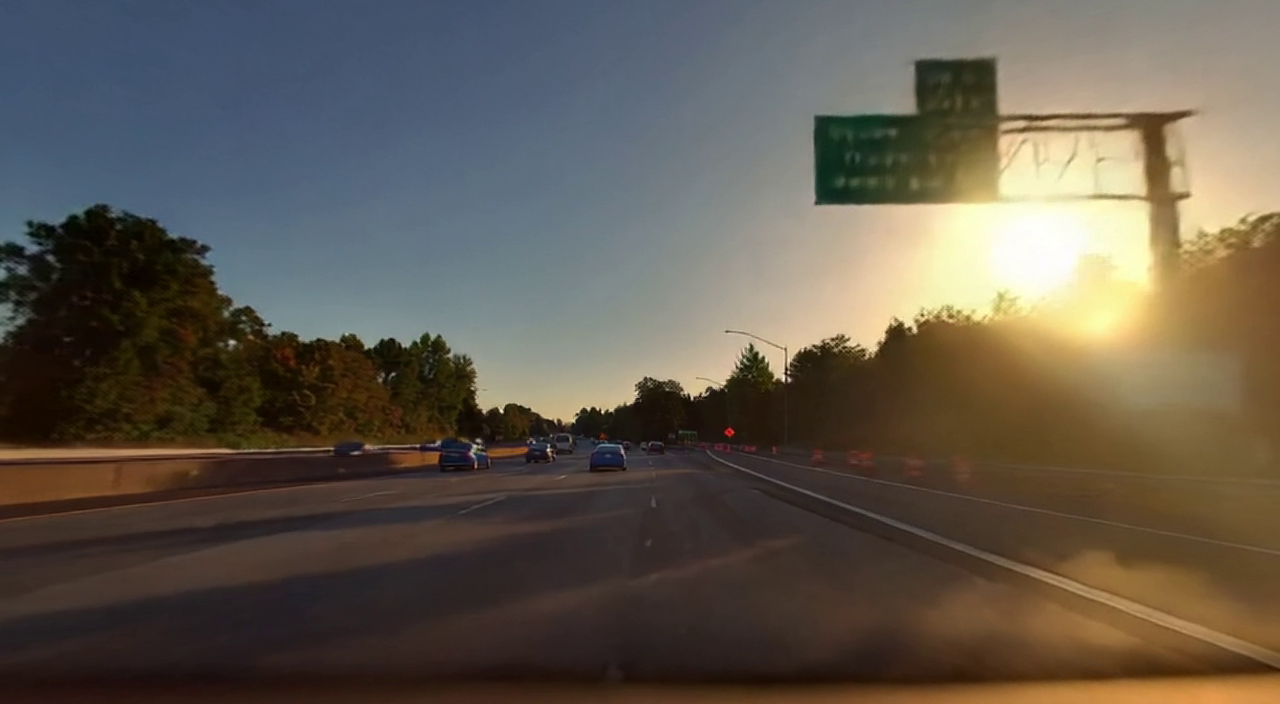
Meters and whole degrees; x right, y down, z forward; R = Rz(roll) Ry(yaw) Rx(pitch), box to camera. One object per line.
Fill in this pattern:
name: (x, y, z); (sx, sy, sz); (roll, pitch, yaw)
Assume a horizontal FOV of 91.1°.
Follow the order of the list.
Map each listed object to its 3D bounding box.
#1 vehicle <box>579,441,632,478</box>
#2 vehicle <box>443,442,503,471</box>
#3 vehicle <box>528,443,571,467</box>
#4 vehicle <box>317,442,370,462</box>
vehicle: (-1.407, 4.644, 27.409); (1.963, 1.462, 4.681); (0, -8, 1)
vehicle: (-8.966, 5.616, 34.082); (1.946, 1.472, 4.472); (0, -8, 1)
vehicle: (-5.588, 6.403, 39.260); (1.951, 1.439, 4.633); (0, -8, 1)
vehicle: (-23.185, 7.834, 49.258); (1.939, 1.504, 4.576); (0, -8, 0)
